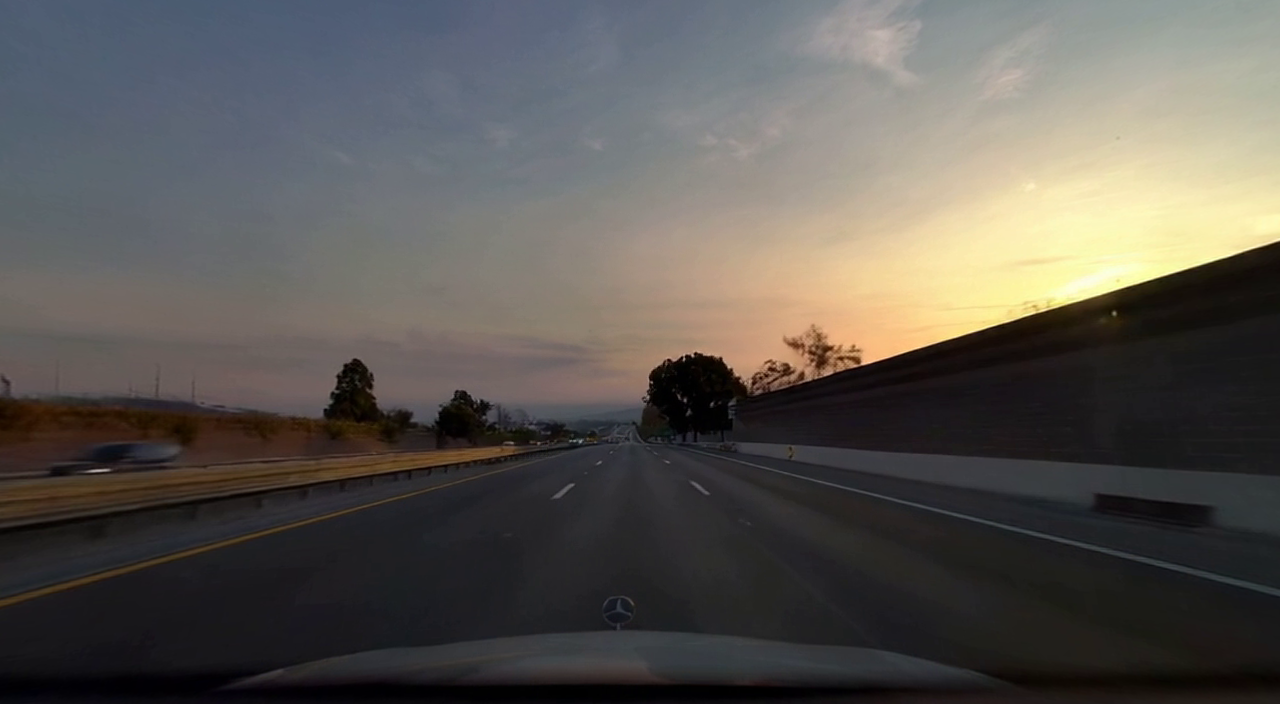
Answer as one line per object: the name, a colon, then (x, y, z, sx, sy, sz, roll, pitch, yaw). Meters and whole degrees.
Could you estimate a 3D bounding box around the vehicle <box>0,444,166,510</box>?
vehicle: (-16.114, 3.406, 17.724, 1.944, 1.556, 4.504, 0, -8, 0)
